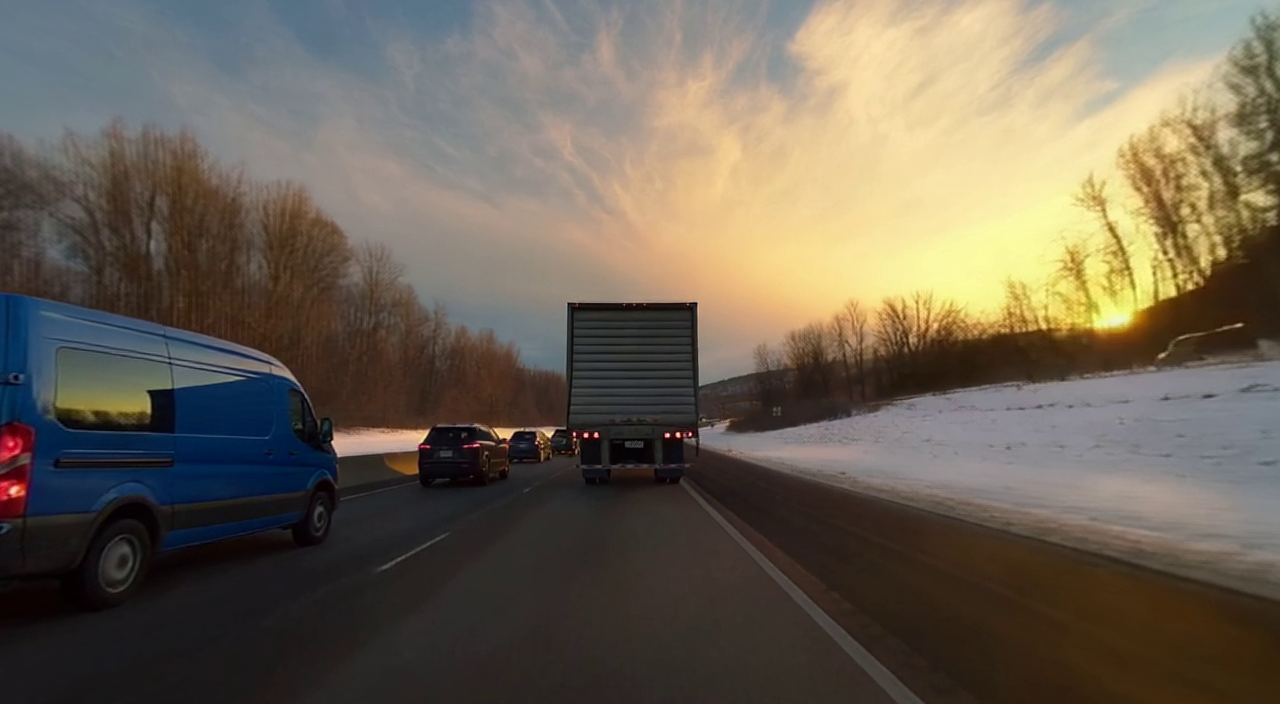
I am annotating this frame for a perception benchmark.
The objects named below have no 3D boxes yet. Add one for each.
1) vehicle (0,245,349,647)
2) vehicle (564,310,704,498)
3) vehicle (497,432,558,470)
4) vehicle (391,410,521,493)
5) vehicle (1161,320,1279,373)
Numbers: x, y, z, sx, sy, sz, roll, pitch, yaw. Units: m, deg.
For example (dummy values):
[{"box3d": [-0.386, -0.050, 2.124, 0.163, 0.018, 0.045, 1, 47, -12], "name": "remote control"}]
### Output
[{"box3d": [-5.278, 0.847, 5.856, 2.478, 2.515, 5.438, 0, -8, 0], "name": "vehicle"}, {"box3d": [-0.106, 1.749, 18.544, 2.953, 4.041, 10.072, 0, -8, 0], "name": "vehicle"}, {"box3d": [-4.901, 4.371, 28.041, 1.931, 1.539, 4.441, 0, -8, 0], "name": "vehicle"}, {"box3d": [-4.932, 2.751, 17.760, 2.168, 1.985, 4.952, 0, -8, 0], "name": "vehicle"}, {"box3d": [26.698, -0.147, 28.847, 2.034, 1.625, 4.809, 5, -7, 8], "name": "vehicle"}]
